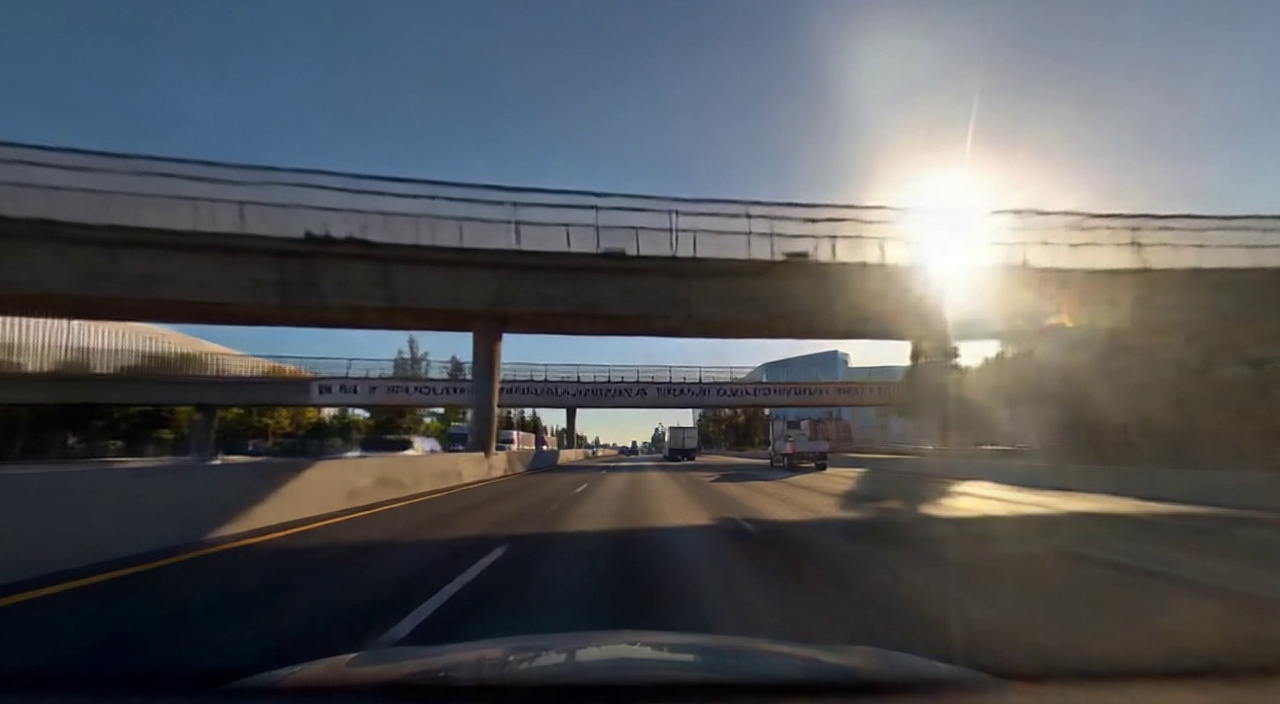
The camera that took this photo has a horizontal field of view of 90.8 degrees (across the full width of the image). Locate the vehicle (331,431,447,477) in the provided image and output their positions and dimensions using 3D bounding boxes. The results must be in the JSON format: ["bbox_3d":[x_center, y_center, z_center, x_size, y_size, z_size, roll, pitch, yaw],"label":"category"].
[{"bbox_3d":[-10.100,4.186,26.094,2.470,1.699,5.547,0,-9,1],"label":"vehicle"}]

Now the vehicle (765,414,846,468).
[{"bbox_3d":[11.175,6.230,43.894,2.912,3.293,9.588,0,-9,-1],"label":"vehicle"}]
